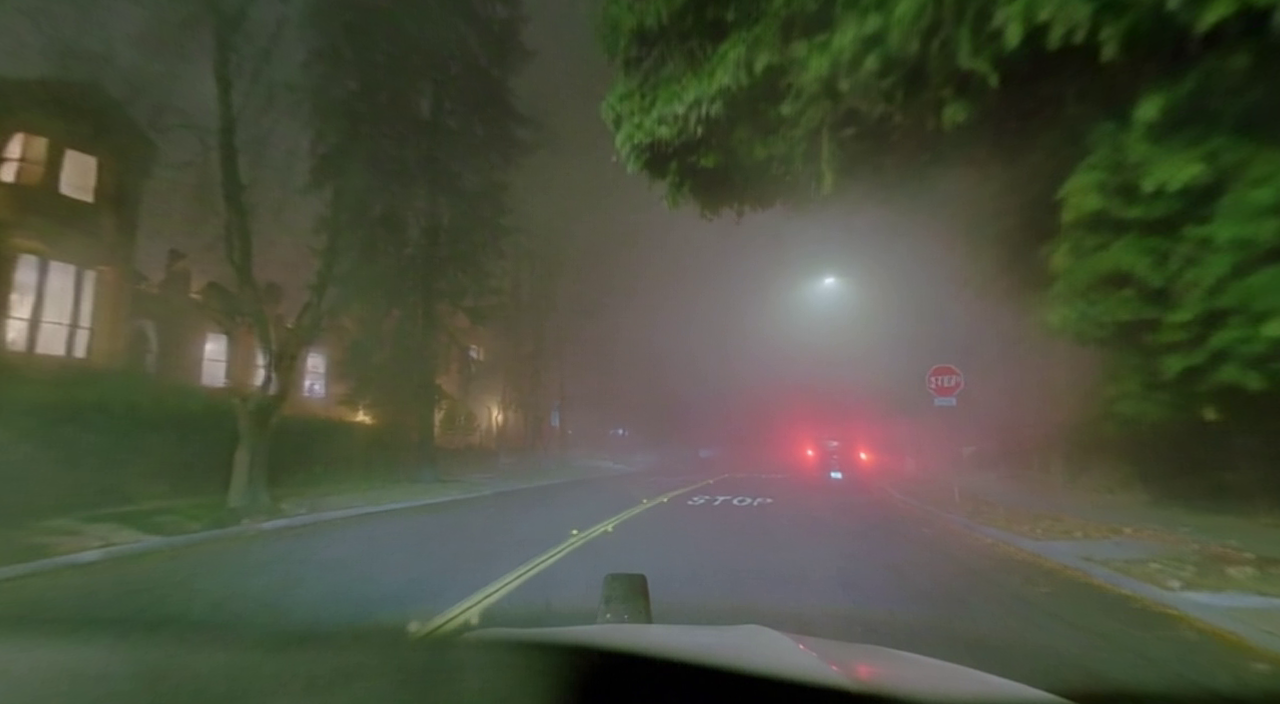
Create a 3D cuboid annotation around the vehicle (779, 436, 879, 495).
[{"bbox_3d":[6.160,3.602,20.427,2.692,1.649,4.689,-3,-9,18],"label":"vehicle"}]
